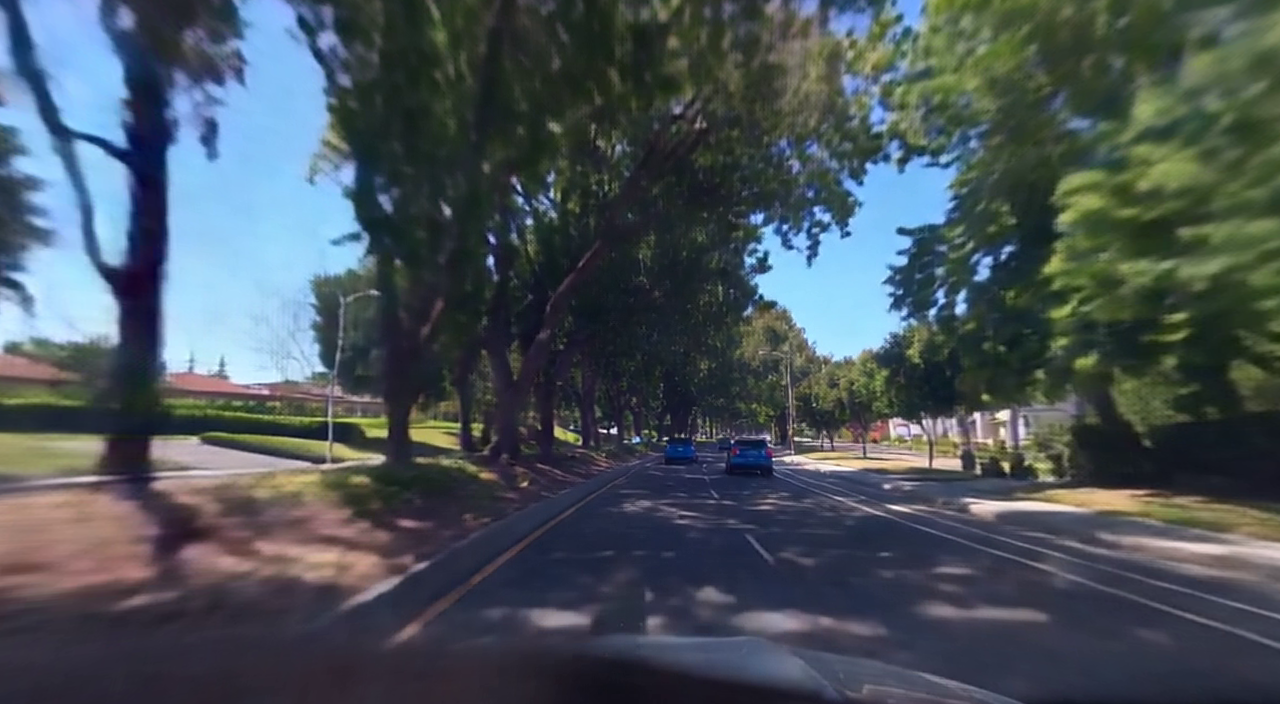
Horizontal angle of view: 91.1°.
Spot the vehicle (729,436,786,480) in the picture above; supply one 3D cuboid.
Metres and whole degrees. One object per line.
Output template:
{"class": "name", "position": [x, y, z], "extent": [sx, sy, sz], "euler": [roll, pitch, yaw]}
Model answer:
{"class": "vehicle", "position": [4.893, 4.468, 26.749], "extent": [1.971, 1.663, 4.287], "euler": [-1, -8, 5]}

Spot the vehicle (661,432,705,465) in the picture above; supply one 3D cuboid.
{"class": "vehicle", "position": [2.608, 5.737, 37.255], "extent": [2.251, 1.822, 4.391], "euler": [-1, -8, 8]}
